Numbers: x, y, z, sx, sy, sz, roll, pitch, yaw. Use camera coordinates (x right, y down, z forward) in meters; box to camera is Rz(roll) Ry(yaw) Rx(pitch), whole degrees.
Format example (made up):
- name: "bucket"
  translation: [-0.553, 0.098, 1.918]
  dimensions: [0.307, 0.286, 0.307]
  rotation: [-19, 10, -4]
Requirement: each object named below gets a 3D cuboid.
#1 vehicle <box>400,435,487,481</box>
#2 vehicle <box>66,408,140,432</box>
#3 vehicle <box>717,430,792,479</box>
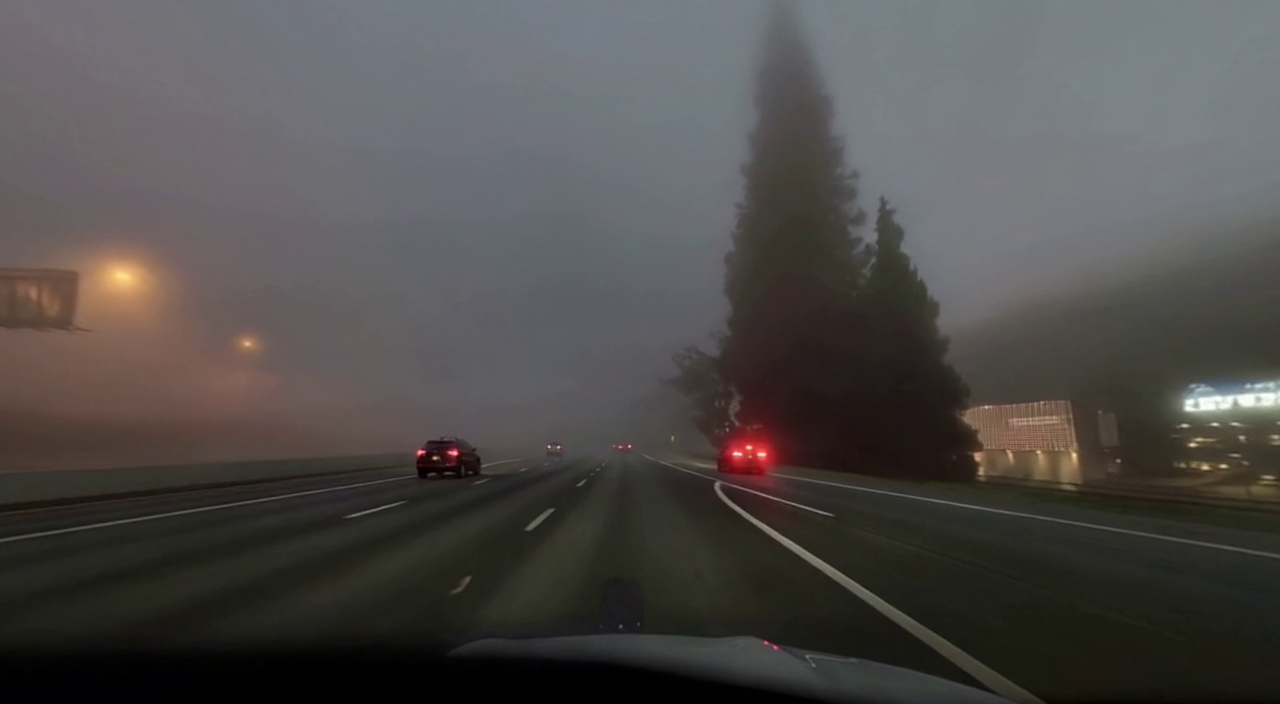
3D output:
- name: "vehicle"
  translation: [-7.785, 4.246, 25.613]
  dimensions: [2.030, 1.672, 4.913]
  rotation: [0, -9, -1]
- name: "vehicle"
  translation: [-34.167, 4.376, 40.330]
  dimensions: [1.562, 1.414, 3.560]
  rotation: [0, -9, -1]
- name: "vehicle"
  translation: [4.509, 4.109, 25.577]
  dimensions: [2.023, 1.782, 4.193]
  rotation: [0, -9, -4]
